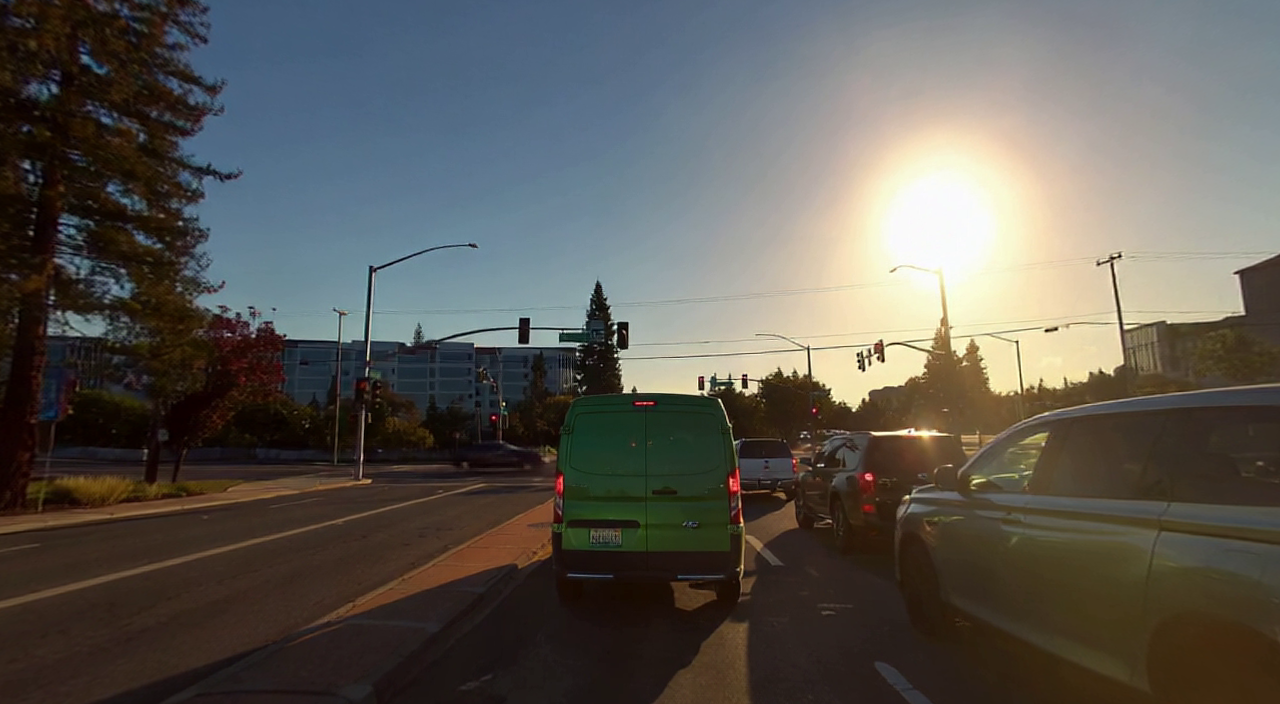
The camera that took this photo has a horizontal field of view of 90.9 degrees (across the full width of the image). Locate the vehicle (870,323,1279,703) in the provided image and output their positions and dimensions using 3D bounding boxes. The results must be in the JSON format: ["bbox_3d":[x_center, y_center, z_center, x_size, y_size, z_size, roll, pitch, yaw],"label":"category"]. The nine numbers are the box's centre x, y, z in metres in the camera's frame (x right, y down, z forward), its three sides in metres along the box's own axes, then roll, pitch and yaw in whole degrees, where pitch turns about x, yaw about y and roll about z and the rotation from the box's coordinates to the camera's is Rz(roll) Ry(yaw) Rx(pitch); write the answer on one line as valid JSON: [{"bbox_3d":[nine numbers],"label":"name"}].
[{"bbox_3d":[2.913,0.945,3.167,1.971,1.663,4.287,0,-8,2],"label":"vehicle"}]

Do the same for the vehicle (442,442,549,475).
[{"bbox_3d":[-6.874,5.126,30.413,4.789,1.514,1.866,0,-8,-4],"label":"vehicle"}]

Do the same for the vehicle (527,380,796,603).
[{"bbox_3d":[0.188,1.464,7.433,2.185,1.822,4.391,0,-8,0],"label":"vehicle"}]
